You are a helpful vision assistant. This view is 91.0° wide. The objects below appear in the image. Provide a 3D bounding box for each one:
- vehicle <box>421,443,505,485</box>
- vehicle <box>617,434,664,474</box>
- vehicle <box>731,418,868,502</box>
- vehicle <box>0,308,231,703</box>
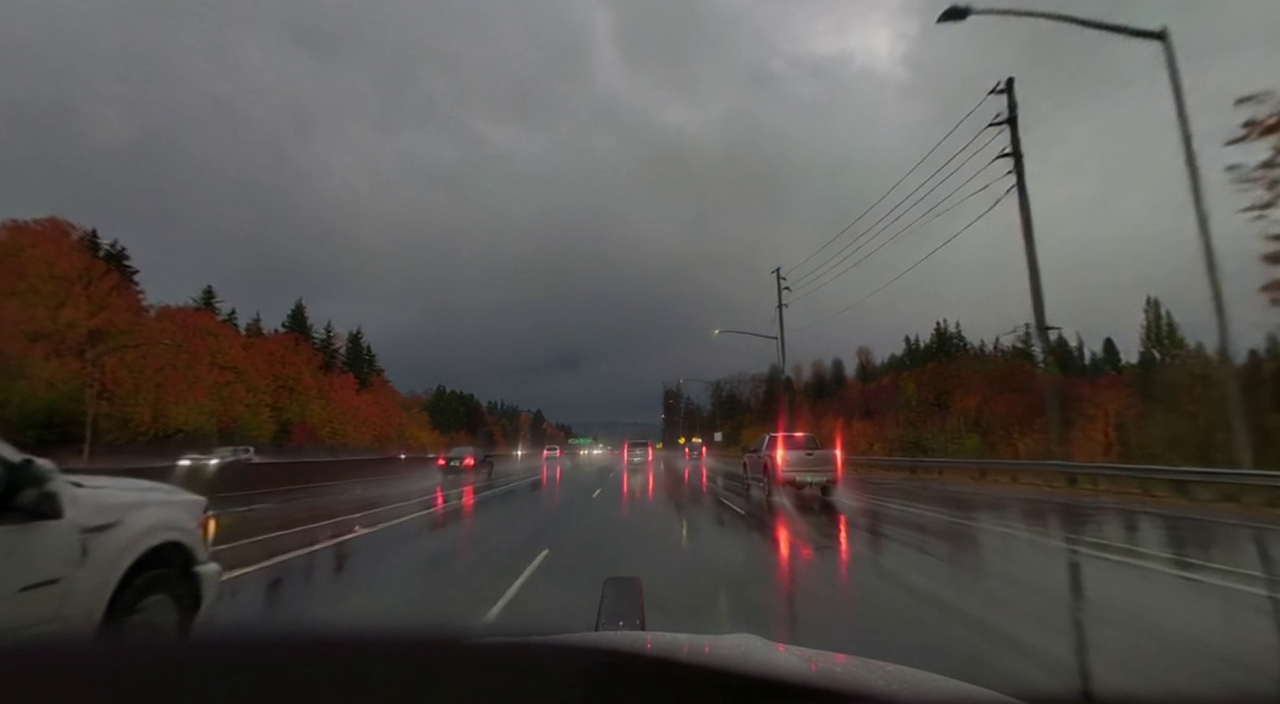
[{"bbox_3d":[-6.931,4.430,25.227,2.014,1.526,4.577,0,-9,1],"label":"vehicle"},{"bbox_3d":[0.060,5.502,34.065,2.372,1.957,5.121,0,-9,1],"label":"vehicle"},{"bbox_3d":[4.230,3.033,17.993,2.388,1.998,5.749,0,-9,0],"label":"vehicle"},{"bbox_3d":[-3.295,0.577,1.054,2.154,1.783,4.476,0,-9,0],"label":"vehicle"}]
